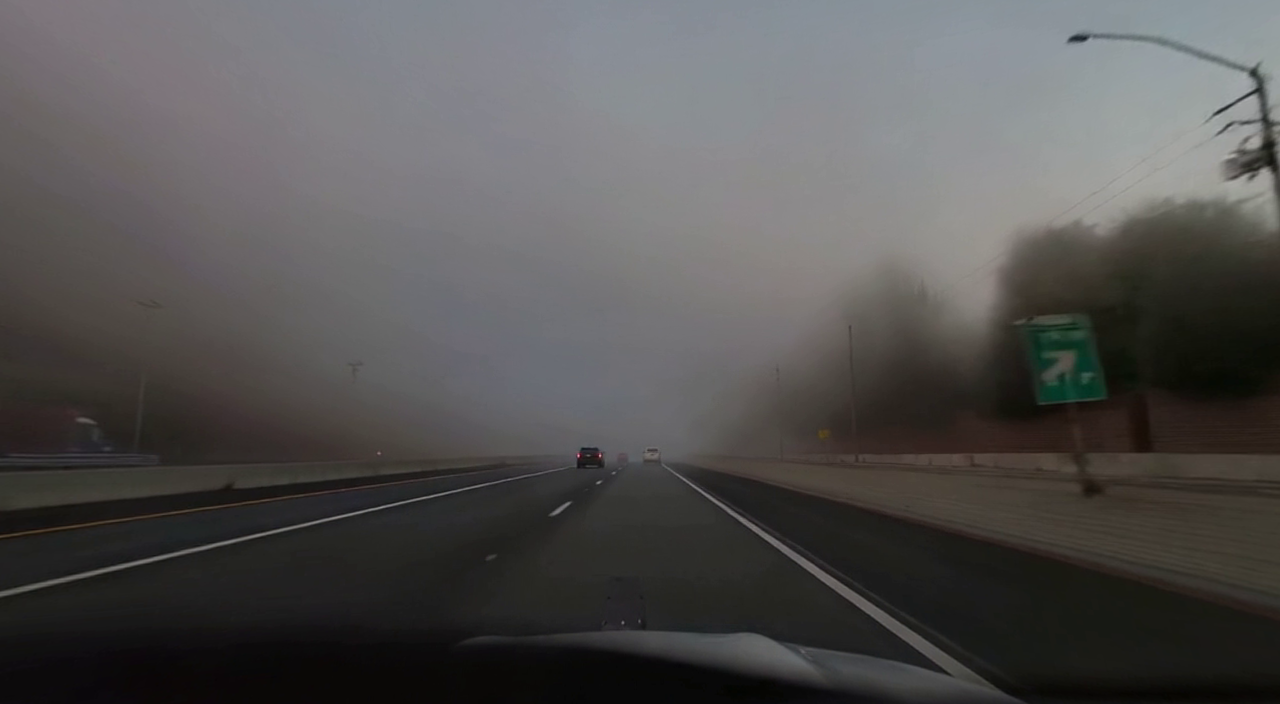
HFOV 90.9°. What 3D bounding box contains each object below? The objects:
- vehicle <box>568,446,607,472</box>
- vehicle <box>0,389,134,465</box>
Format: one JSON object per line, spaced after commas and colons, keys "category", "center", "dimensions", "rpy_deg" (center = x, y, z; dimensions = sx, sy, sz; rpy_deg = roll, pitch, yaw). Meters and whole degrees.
{"category": "vehicle", "center": [-3.585, 7.437, 43.854], "dimensions": [2.263, 1.696, 4.321], "rpy_deg": [0, -9, 1]}
{"category": "vehicle", "center": [-34.200, 3.829, 32.055], "dimensions": [2.917, 3.848, 17.244], "rpy_deg": [0, -9, -1]}
